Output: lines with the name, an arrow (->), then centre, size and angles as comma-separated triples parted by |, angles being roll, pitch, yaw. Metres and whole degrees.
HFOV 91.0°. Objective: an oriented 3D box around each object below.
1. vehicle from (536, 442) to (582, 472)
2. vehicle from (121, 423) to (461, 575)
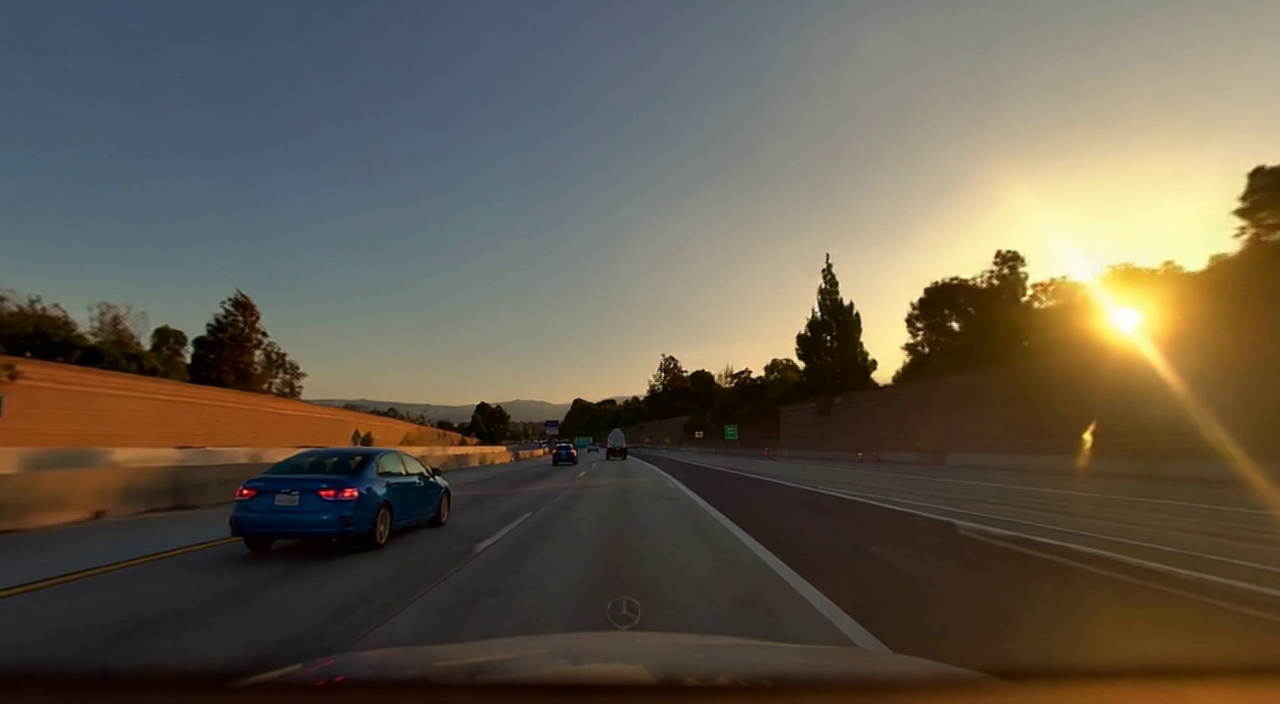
vehicle -> -4.154, 5.440, 32.770 | 1.965, 1.459, 4.145 | 0, -9, -2
vehicle -> -4.164, 1.829, 8.695 | 2.012, 1.510, 4.672 | 0, -9, 0
